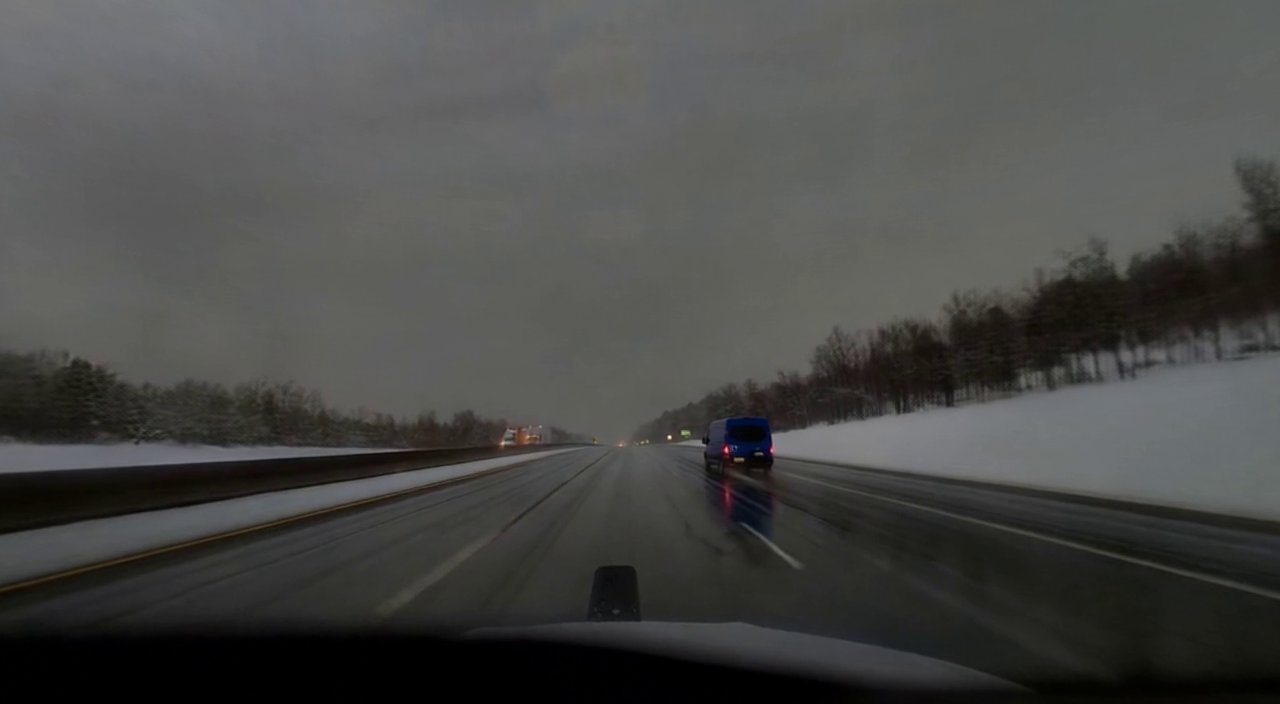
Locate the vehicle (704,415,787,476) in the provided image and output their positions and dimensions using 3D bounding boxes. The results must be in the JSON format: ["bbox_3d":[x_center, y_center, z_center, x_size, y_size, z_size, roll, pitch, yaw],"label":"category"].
[{"bbox_3d":[3.772,3.478,23.524,2.161,2.002,4.631,0,-8,-2],"label":"vehicle"}]
